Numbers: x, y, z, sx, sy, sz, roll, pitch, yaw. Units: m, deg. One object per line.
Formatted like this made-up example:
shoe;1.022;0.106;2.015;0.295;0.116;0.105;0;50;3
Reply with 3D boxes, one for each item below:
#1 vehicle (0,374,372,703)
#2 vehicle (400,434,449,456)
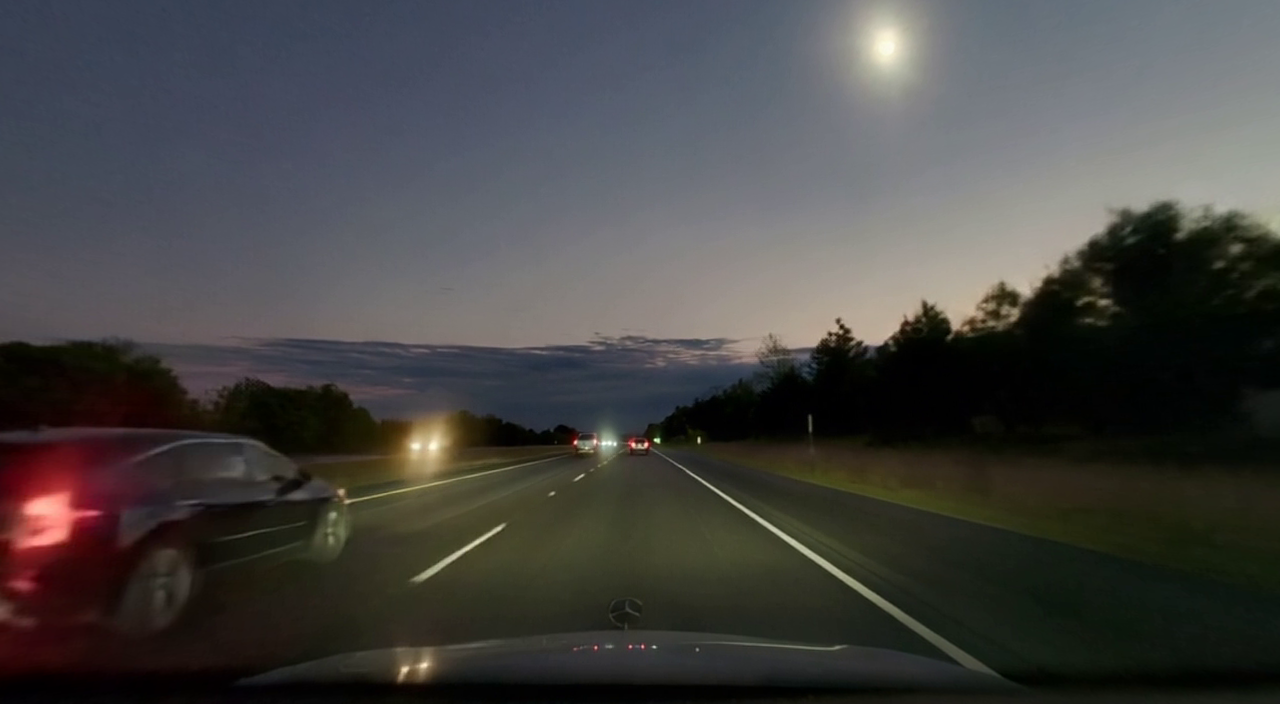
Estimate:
vehicle;-3.896;1.083;4.121;2.190;1.571;4.643;0;-8;1
vehicle;-15.990;6.925;46.814;1.932;1.560;4.669;0;-8;1
